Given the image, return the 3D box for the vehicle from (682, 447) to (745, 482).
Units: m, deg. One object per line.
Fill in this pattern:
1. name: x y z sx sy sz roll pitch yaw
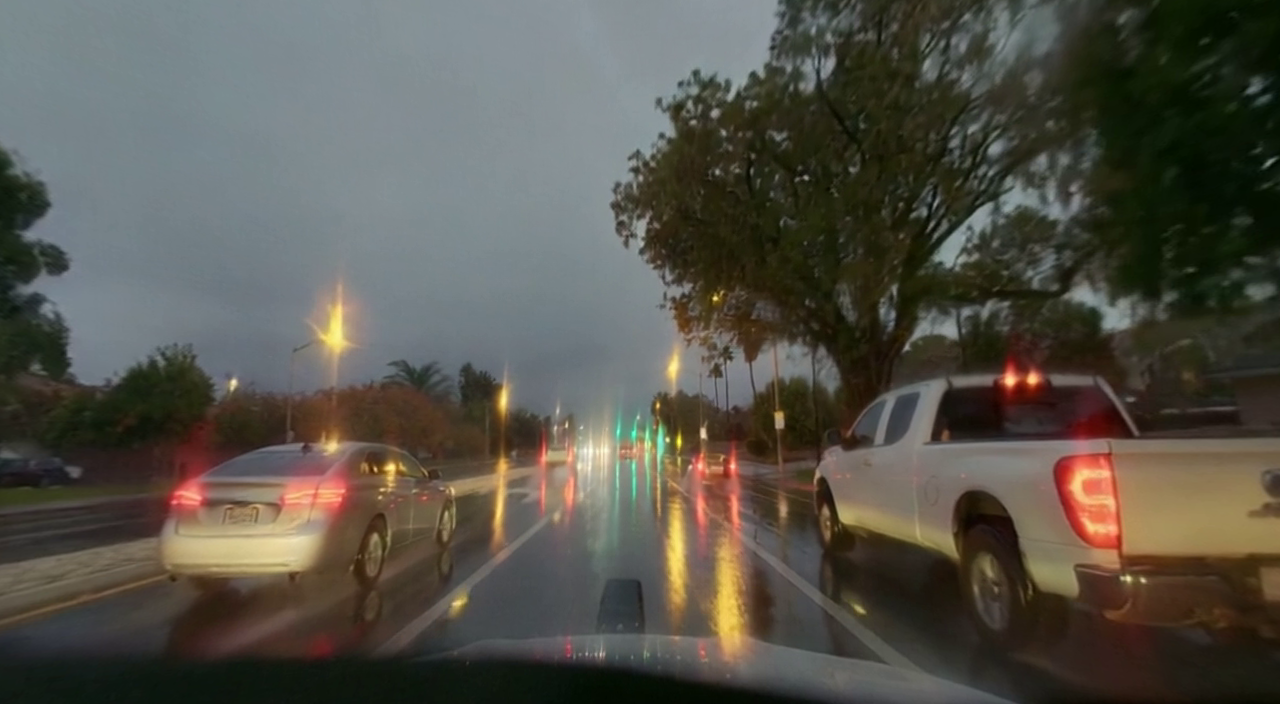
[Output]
1. vehicle: 3.225 5.068 28.820 2.149 1.421 4.805 0 -9 -2

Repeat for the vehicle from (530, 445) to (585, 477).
1. vehicle: -4.156 5.596 32.700 2.263 1.548 4.555 0 -9 -1

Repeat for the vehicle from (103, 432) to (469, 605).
1. vehicle: -3.743 1.815 7.842 2.094 1.509 4.286 0 -9 -1

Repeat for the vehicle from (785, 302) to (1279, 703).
1. vehicle: 3.296 1.191 5.759 2.478 2.030 5.723 0 -9 -1

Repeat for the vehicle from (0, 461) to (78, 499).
1. vehicle: -34.577 7.225 35.518 5.036 1.823 2.374 -8 -11 22
